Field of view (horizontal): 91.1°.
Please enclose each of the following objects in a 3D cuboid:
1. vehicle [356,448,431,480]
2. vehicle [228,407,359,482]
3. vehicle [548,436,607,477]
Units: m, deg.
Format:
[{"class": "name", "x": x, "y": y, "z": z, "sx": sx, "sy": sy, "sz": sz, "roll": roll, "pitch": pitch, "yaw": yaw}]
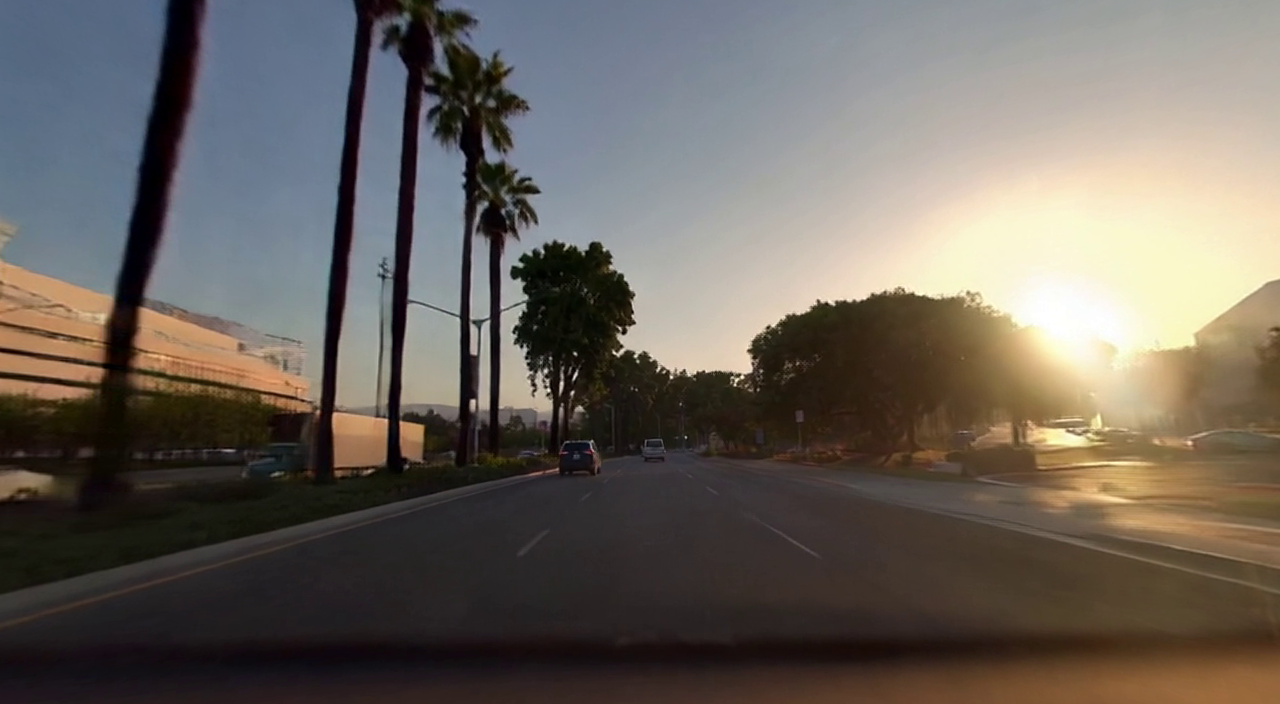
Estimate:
[{"class": "vehicle", "x": -15.700, "y": 7.146, "z": 40.393, "sx": 2.402, "sy": 1.844, "sz": 5.766, "roll": 0, "pitch": -8, "yaw": 1}, {"class": "vehicle", "x": -20.362, "y": 5.598, "z": 37.544, "sx": 3.298, "sy": 4.031, "sz": 7.060, "roll": 0, "pitch": -10, "yaw": 3}, {"class": "vehicle", "x": -2.939, "y": 5.052, "z": 30.615, "sx": 2.188, "sy": 1.819, "sz": 4.667, "roll": 0, "pitch": -8, "yaw": 3}]
